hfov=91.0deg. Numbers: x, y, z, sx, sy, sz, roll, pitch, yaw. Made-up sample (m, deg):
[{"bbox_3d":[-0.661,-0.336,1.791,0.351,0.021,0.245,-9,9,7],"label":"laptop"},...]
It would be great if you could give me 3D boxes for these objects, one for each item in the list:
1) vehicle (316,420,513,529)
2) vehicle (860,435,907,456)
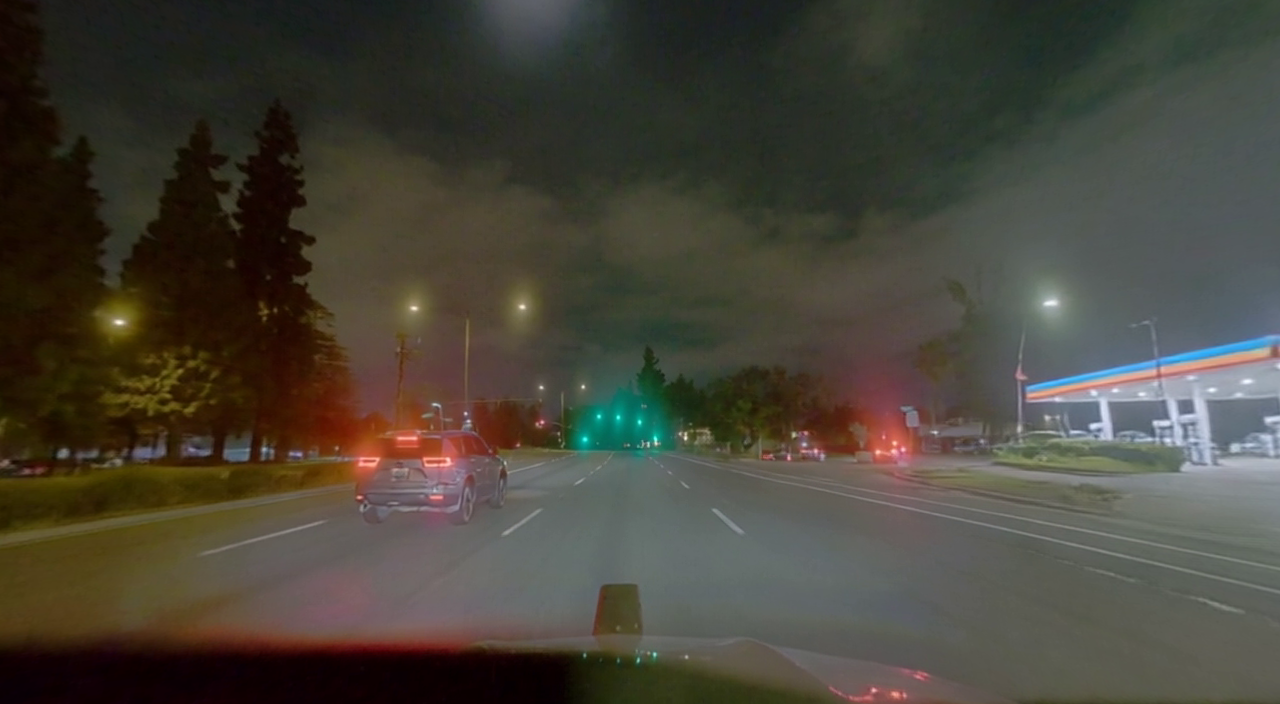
[{"bbox_3d":[-3.953,2.238,12.085,2.039,1.656,4.710,0,-9,0],"label":"vehicle"},{"bbox_3d":[18.262,7.037,47.436,1.831,1.442,5.072,-1,-9,4],"label":"vehicle"}]
